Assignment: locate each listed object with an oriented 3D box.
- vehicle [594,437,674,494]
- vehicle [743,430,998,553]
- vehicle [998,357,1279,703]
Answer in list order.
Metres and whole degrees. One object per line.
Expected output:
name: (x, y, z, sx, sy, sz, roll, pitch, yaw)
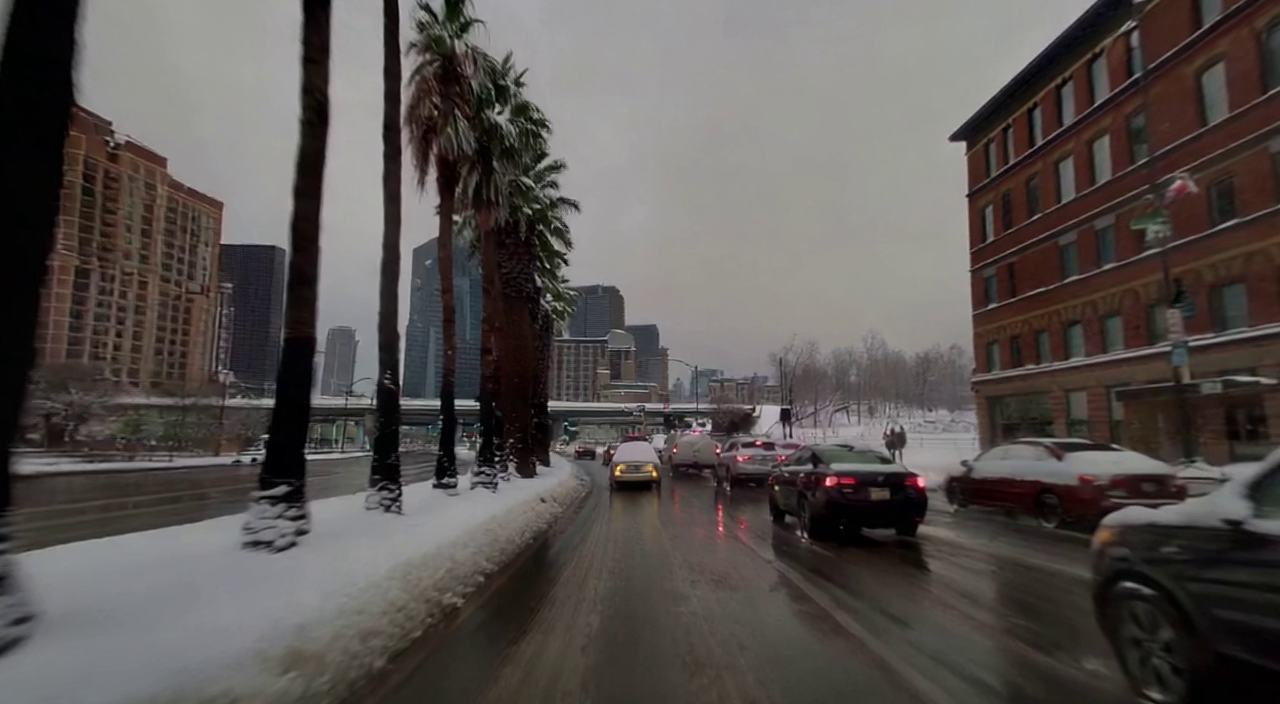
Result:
vehicle: (-0.333, 3.654, 20.742, 2.332, 1.625, 4.933, 0, -9, -4)
vehicle: (3.290, 2.105, 10.312, 2.238, 1.522, 4.627, 0, -9, -3)
vehicle: (3.501, 0.780, 1.947, 2.129, 1.649, 4.491, 0, -9, 0)
